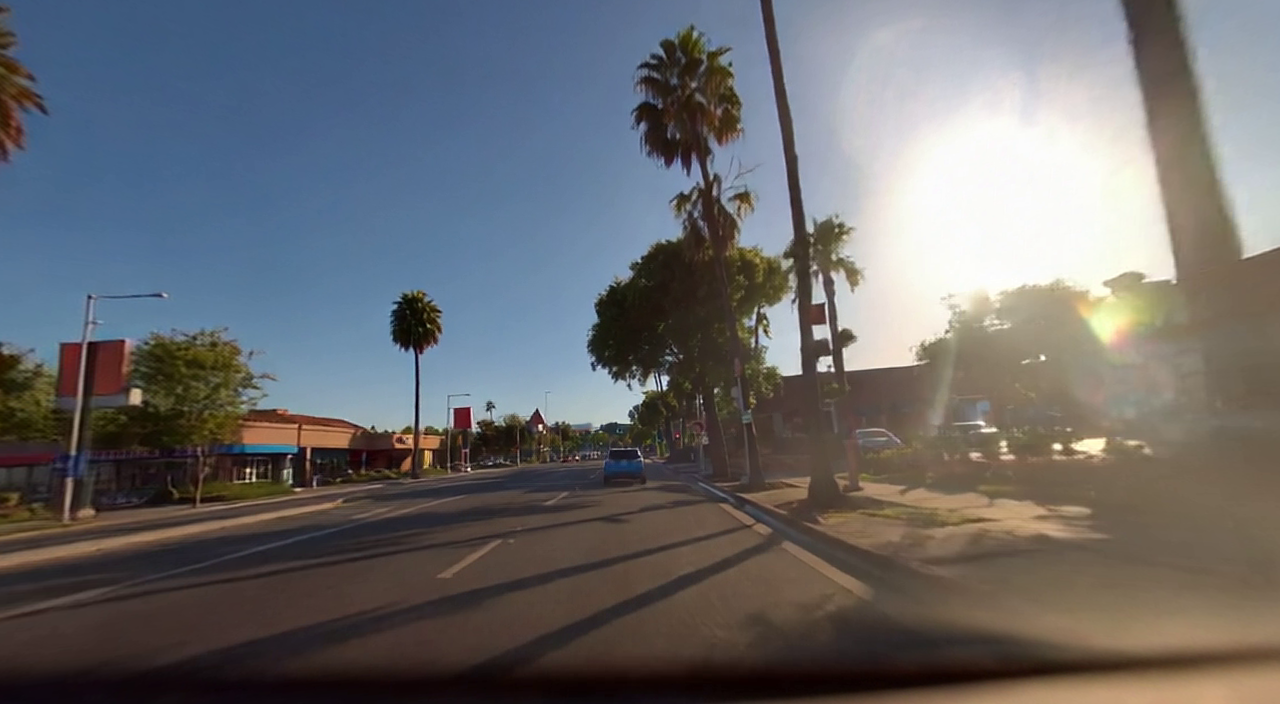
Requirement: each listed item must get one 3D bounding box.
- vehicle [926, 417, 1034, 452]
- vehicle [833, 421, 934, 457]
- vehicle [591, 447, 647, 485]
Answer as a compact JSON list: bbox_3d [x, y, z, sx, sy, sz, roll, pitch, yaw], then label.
[{"bbox_3d":[17.707,4.375,33.153,1.856,1.665,4.574,5,-10,-32],"label":"vehicle"},{"bbox_3d":[12.475,4.570,32.693,1.873,1.657,4.557,5,-11,-31],"label":"vehicle"},{"bbox_3d":[-0.861,4.762,26.795,2.156,1.462,4.495,0,-9,-1],"label":"vehicle"}]
